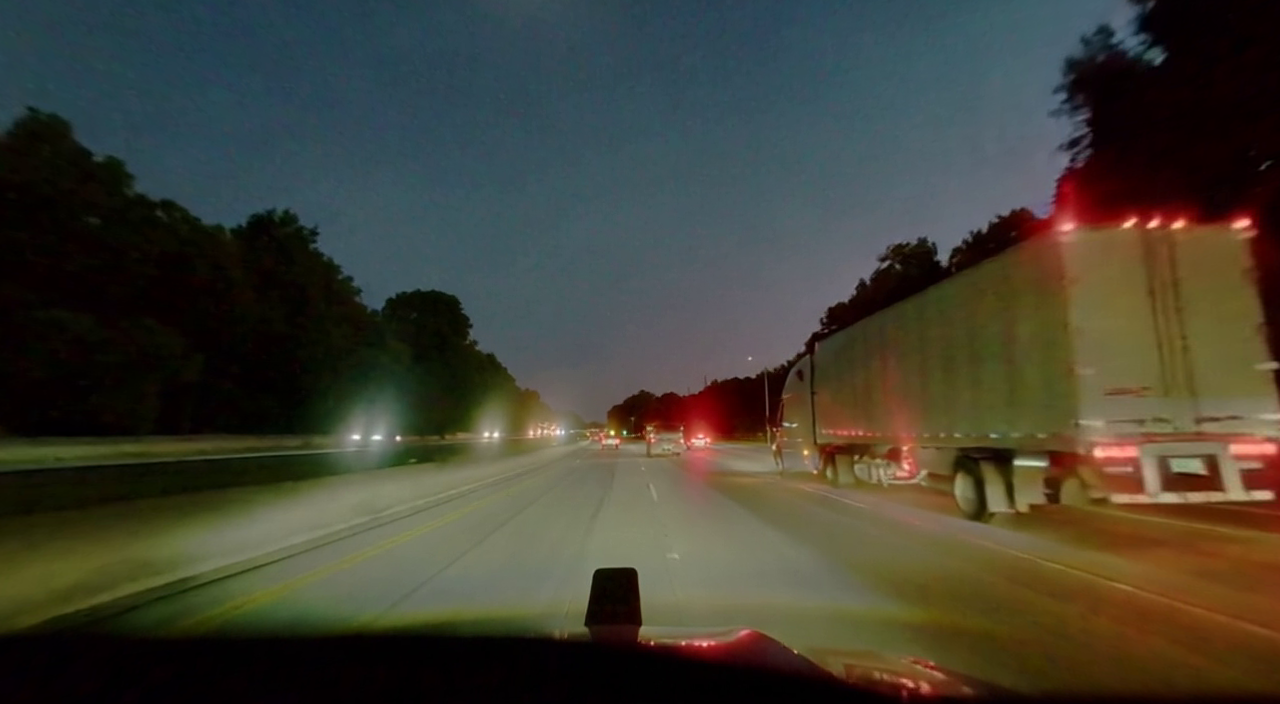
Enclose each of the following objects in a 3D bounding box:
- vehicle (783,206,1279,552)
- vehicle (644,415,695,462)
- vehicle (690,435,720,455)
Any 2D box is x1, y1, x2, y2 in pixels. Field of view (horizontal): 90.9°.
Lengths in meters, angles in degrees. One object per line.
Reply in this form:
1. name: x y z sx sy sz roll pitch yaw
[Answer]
1. vehicle: 6.412 1.162 14.318 2.904 4.054 14.017 0 -8 -1
2. vehicle: 1.600 4.991 36.600 2.436 2.521 5.409 0 -8 -3
3. vehicle: 4.954 7.194 48.718 1.821 1.468 3.805 0 -8 -2
